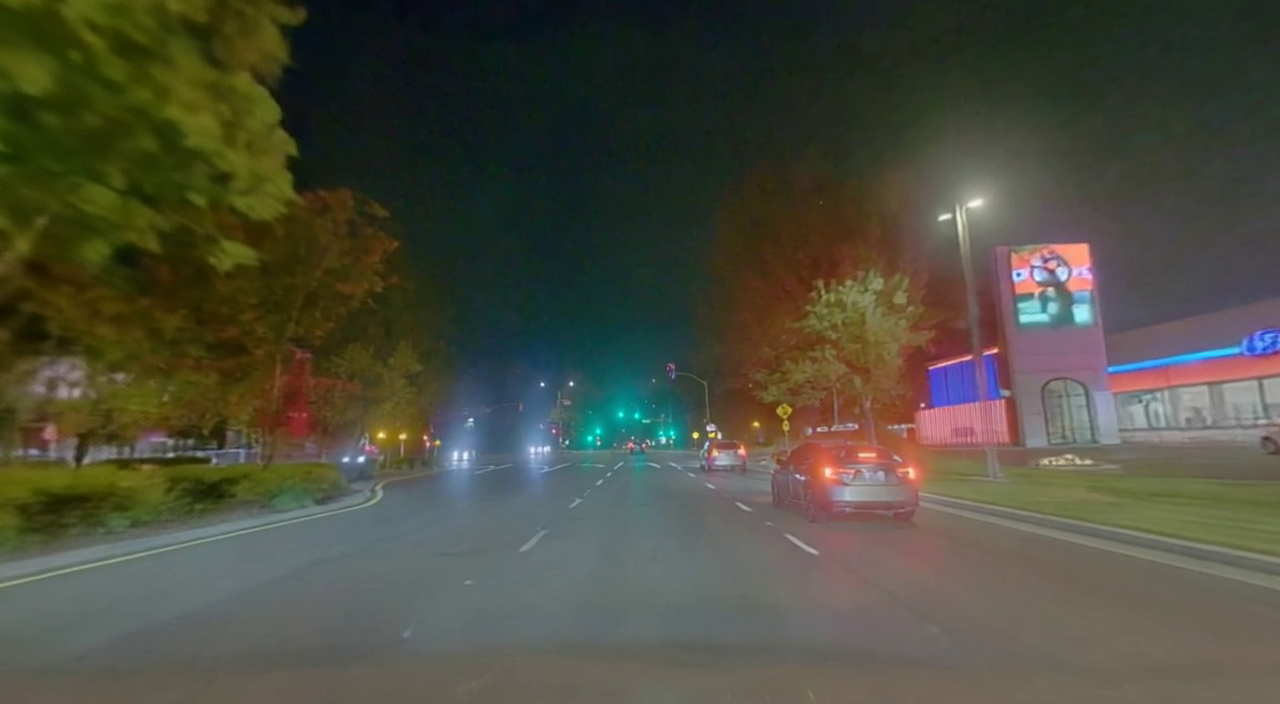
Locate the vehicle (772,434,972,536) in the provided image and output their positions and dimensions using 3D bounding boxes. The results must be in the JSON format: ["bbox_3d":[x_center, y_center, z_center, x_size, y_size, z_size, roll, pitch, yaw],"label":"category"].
[{"bbox_3d":[3.799,2.233,11.267,1.872,1.431,4.270,0,-8,-1],"label":"vehicle"}]

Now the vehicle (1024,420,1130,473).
[{"bbox_3d":[14.989,3.215,21.520,2.165,1.591,4.471,-8,-12,43],"label":"vehicle"}]

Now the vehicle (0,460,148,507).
[{"bbox_3d":[-21.641,4.985,24.353,1.832,1.496,4.458,0,-8,-3],"label":"vehicle"}]

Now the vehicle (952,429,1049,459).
[{"bbox_3d":[24.751,6.319,43.425,5.353,1.740,1.868,-4,-7,3],"label":"vehicle"}]

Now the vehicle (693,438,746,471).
[{"bbox_3d":[3.851,5.071,31.397,1.939,1.474,4.716,0,-8,-1],"label":"vehicle"}]
